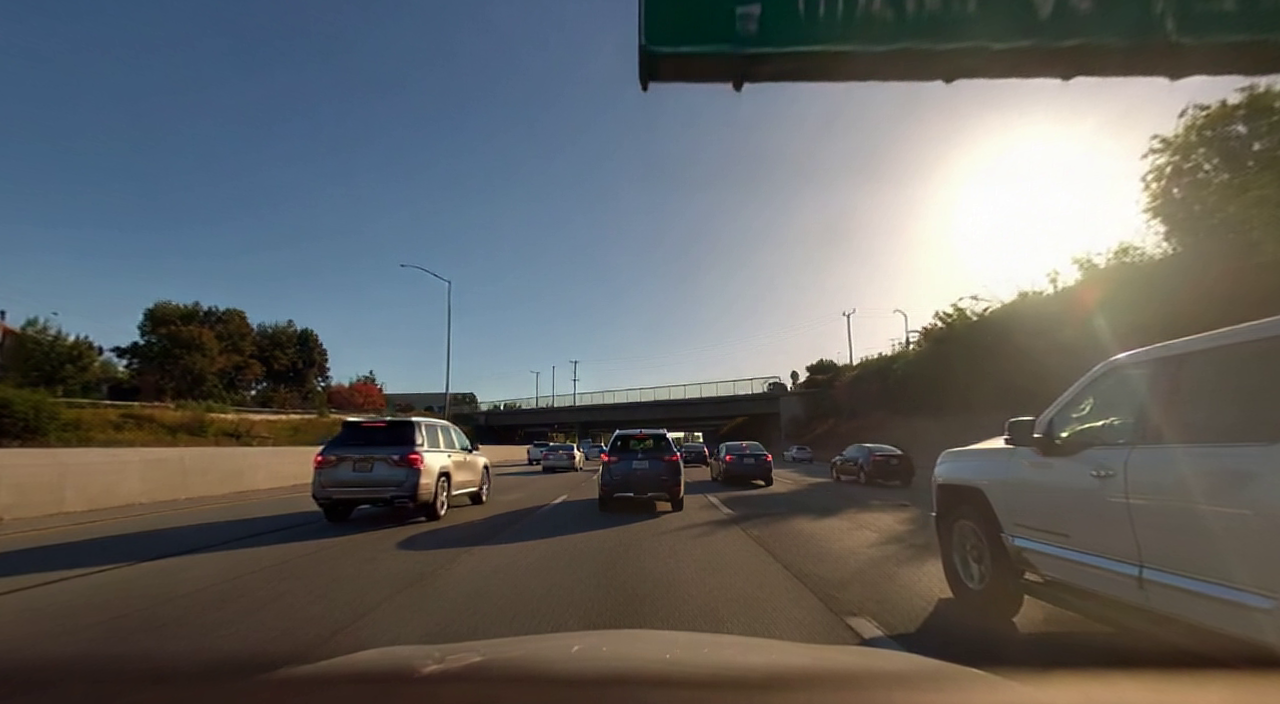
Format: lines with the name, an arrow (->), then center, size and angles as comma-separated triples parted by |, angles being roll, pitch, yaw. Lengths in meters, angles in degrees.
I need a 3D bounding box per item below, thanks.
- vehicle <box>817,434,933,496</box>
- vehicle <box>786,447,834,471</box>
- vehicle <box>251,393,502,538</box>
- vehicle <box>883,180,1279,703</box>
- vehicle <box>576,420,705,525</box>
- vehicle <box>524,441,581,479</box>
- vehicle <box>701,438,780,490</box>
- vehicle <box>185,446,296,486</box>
vehicle -> 7.583, 3.689, 20.926 | 2.054, 1.769, 4.693 | 0, -9, 0
vehicle -> 11.660, 7.363, 43.507 | 1.797, 1.557, 4.653 | 1, -9, -3
vehicle -> -4.563, 2.131, 12.389 | 2.212, 2.101, 6.052 | 0, -9, 1
vehicle -> 3.474, 0.671, 3.285 | 2.300, 2.242, 5.327 | 0, -9, 0
vehicle -> 0.025, 2.380, 12.874 | 2.181, 1.756, 4.167 | 0, -9, 0
vehicle -> -4.106, 5.149, 30.295 | 1.982, 1.655, 4.604 | 0, -9, 1
vehicle -> 3.485, 3.999, 22.793 | 2.022, 1.633, 4.651 | 1, -9, -1
vehicle -> -18.412, 5.241, 29.335 | 2.022, 1.659, 4.620 | 0, -9, 1
